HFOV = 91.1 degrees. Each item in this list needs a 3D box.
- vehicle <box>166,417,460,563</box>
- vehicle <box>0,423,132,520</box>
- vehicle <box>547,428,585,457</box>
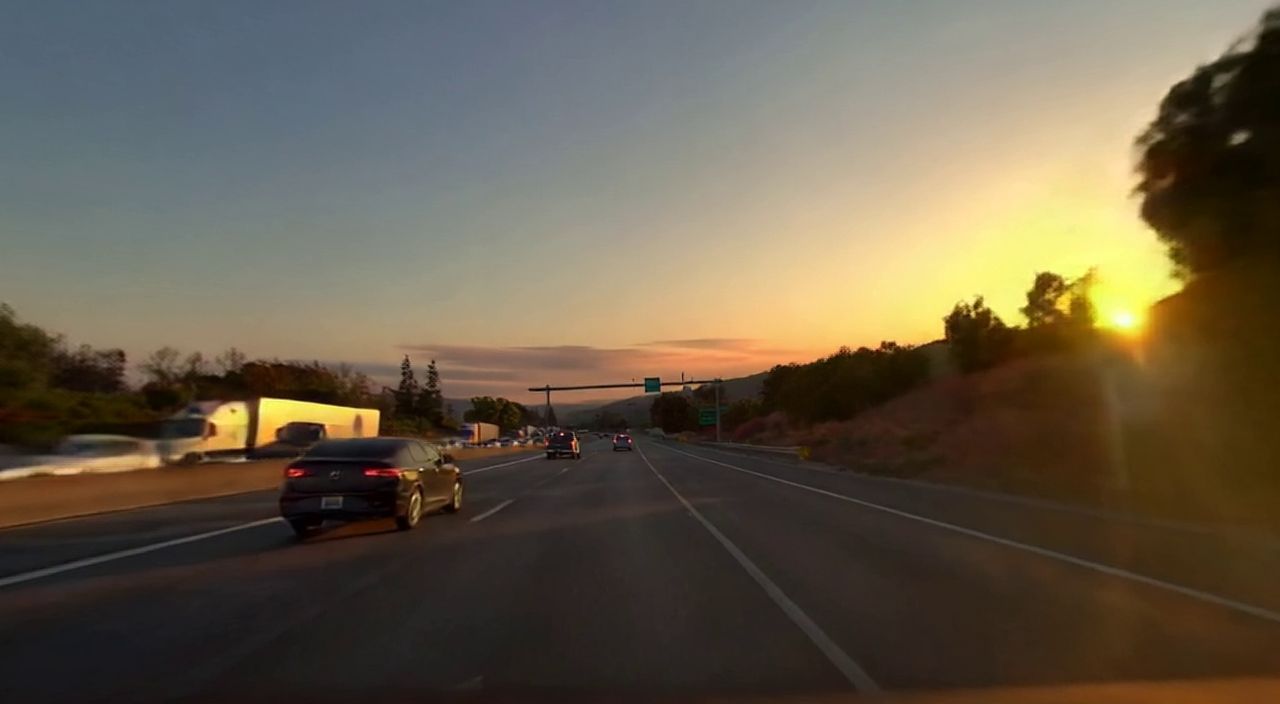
[{"bbox_3d":[-4.139,1.776,8.934,1.953,1.550,4.167,0,-8,-1],"label":"vehicle"},{"bbox_3d":[-11.948,2.136,11.388,1.961,1.644,4.247,0,-8,-1],"label":"vehicle"},{"bbox_3d":[-5.188,6.399,44.549,2.115,1.887,4.721,0,-8,0],"label":"vehicle"}]
